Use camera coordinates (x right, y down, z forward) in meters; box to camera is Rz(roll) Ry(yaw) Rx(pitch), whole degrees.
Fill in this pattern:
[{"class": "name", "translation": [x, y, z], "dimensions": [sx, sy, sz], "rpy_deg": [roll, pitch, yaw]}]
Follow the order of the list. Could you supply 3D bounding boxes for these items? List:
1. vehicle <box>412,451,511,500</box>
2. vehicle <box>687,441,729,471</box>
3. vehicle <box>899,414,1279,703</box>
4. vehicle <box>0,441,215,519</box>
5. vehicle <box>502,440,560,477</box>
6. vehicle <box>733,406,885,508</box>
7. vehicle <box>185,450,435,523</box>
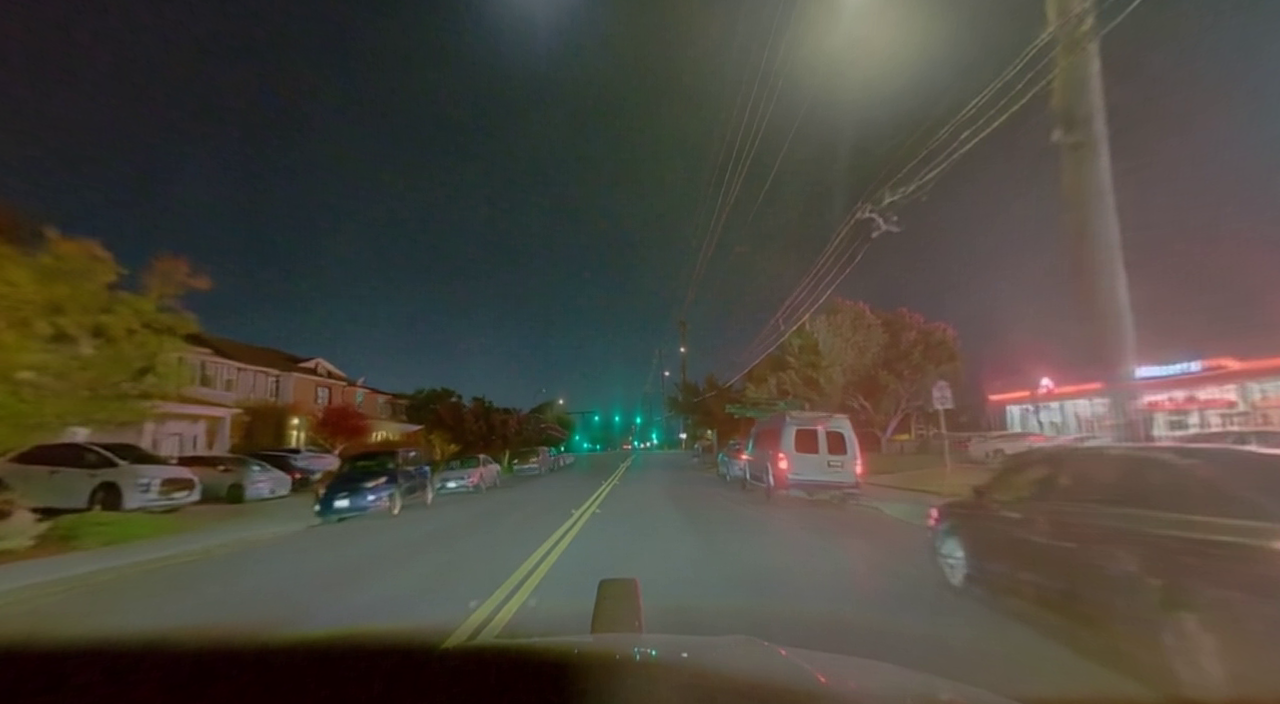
[{"class": "vehicle", "translation": [-6.122, 4.270, 22.247], "dimensions": [2.048, 1.438, 4.728], "rpy_deg": [-2, -9, 1]}, {"class": "vehicle", "translation": [3.800, 5.891, 35.832], "dimensions": [1.848, 1.550, 4.054], "rpy_deg": [0, -9, -1]}, {"class": "vehicle", "translation": [3.678, 1.272, 4.445], "dimensions": [1.876, 1.458, 4.468], "rpy_deg": [0, -9, 1]}, {"class": "vehicle", "translation": [-13.270, 3.041, 15.184], "dimensions": [4.528, 1.713, 1.947], "rpy_deg": [0, -9, -1]}, {"class": "vehicle", "translation": [-6.116, 6.072, 36.075], "dimensions": [2.322, 1.913, 5.582], "rpy_deg": [0, -9, 0]}, {"class": "vehicle", "translation": [4.023, 2.671, 16.244], "dimensions": [2.396, 2.164, 5.381], "rpy_deg": [0, -9, 0]}, {"class": "vehicle", "translation": [-7.739, 3.176, 15.212], "dimensions": [4.935, 1.454, 1.900], "rpy_deg": [-1, -8, -5]}]
